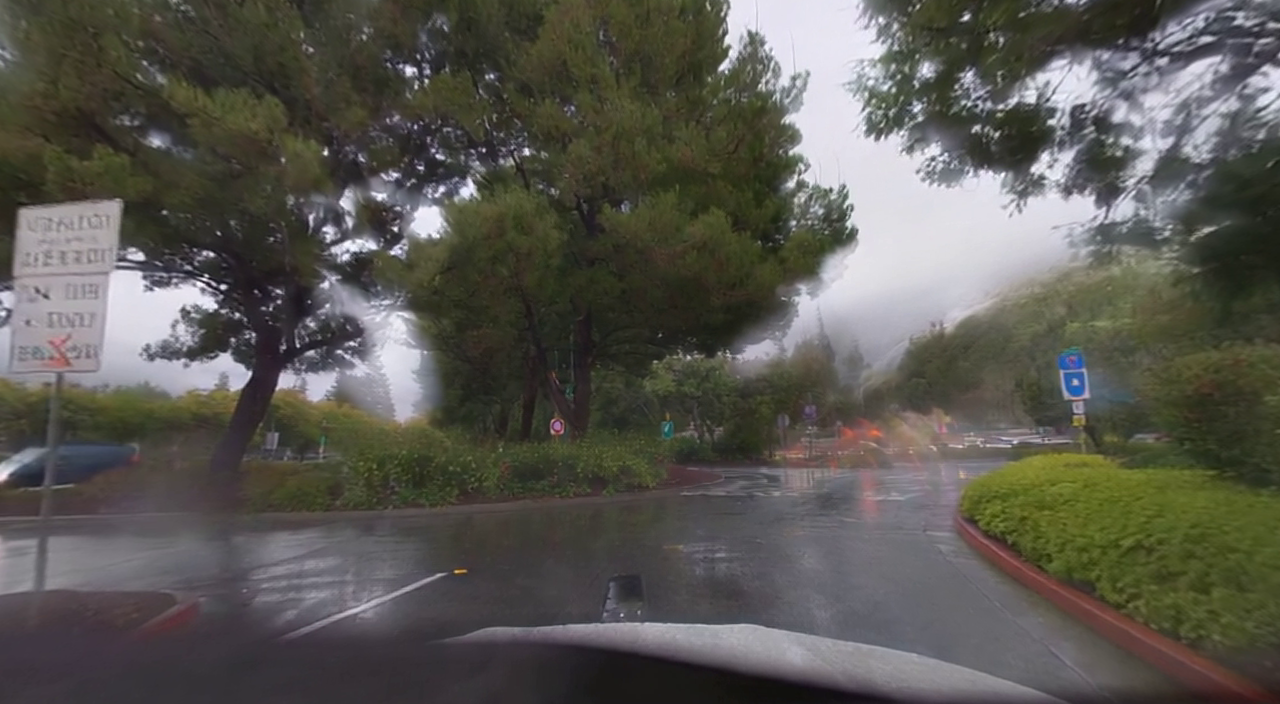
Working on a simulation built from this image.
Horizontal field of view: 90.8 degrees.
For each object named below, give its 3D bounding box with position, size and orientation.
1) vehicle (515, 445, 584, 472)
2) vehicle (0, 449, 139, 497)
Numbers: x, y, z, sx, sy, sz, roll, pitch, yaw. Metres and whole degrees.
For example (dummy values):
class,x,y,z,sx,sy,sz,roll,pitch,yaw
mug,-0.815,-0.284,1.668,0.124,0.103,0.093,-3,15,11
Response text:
class,x,y,z,sx,sy,sz,roll,pitch,yaw
vehicle,-5.999,6.983,41.503,4.490,1.672,2.019,-8,-11,41
vehicle,-21.795,4.476,23.798,2.088,1.581,4.345,-1,-8,4
